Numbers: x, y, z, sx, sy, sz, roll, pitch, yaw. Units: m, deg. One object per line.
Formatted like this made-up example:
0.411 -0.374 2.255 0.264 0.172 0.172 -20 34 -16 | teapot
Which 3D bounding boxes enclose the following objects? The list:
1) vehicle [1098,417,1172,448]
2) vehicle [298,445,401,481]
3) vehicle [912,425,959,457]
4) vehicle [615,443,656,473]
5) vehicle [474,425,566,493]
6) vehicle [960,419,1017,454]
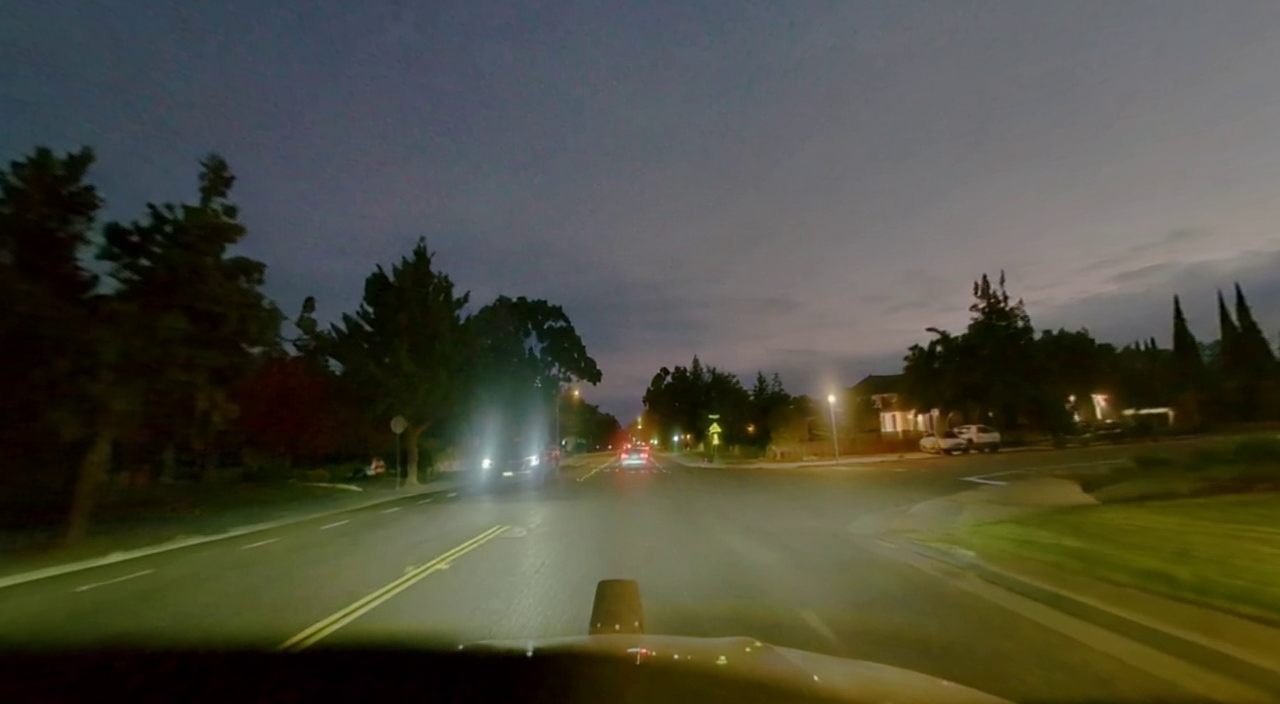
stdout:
25.370 4.107 32.528 1.603 1.430 3.662 -3 -5 15 | vehicle
-14.972 5.715 32.717 4.223 1.753 2.134 -1 -9 6 | vehicle
16.936 5.077 36.405 1.979 1.434 4.607 -7 -7 21 | vehicle
-0.248 5.798 34.752 2.098 1.483 4.099 0 -9 0 | vehicle
-4.432 4.064 24.296 2.451 2.182 5.485 -3 -9 0 | vehicle
19.540 4.716 35.597 2.114 1.677 4.707 -4 -6 22 | vehicle
